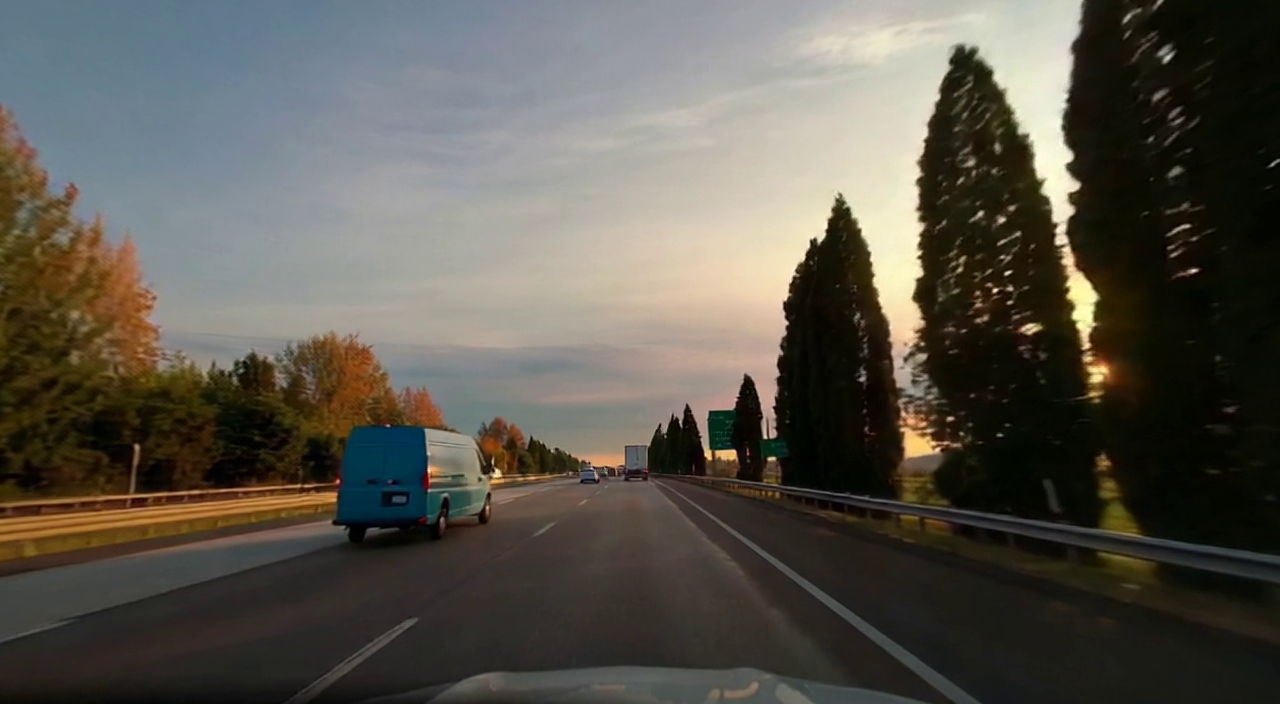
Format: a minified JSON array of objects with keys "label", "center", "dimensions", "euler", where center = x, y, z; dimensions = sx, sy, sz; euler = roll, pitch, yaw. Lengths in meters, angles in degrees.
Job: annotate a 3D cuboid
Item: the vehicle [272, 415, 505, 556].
[{"label":"vehicle","center":[-4.109,2.339,11.449],"dimensions":[2.208,1.973,4.716],"euler":[1,-10,0]}]
